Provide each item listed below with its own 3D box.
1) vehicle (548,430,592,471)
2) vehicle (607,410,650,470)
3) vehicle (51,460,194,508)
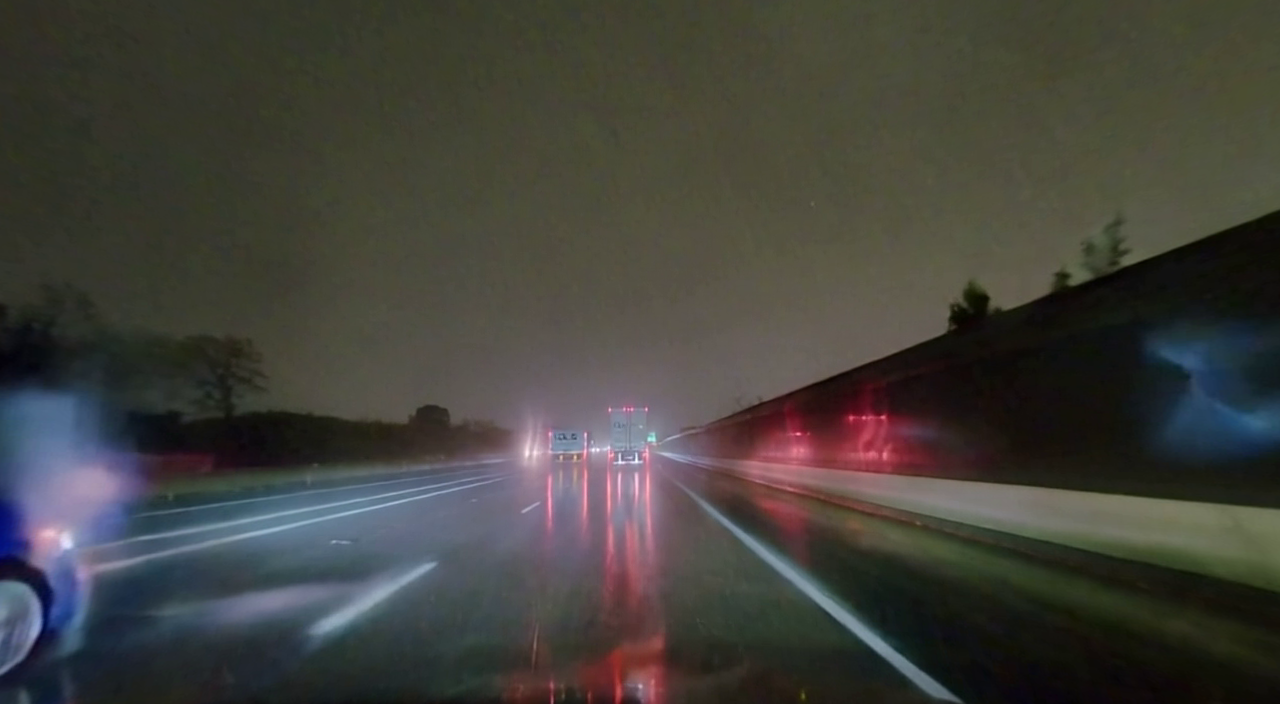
[{"bbox_3d":[-4.914,7.037,45.023,2.529,2.697,5.935,0,-9,-1],"label":"vehicle"},{"bbox_3d":[-0.886,6.656,47.018,2.923,4.007,9.760,0,-9,-1],"label":"vehicle"},{"bbox_3d":[-17.766,4.505,21.851,1.756,1.446,3.768,0,-9,-1],"label":"vehicle"}]
